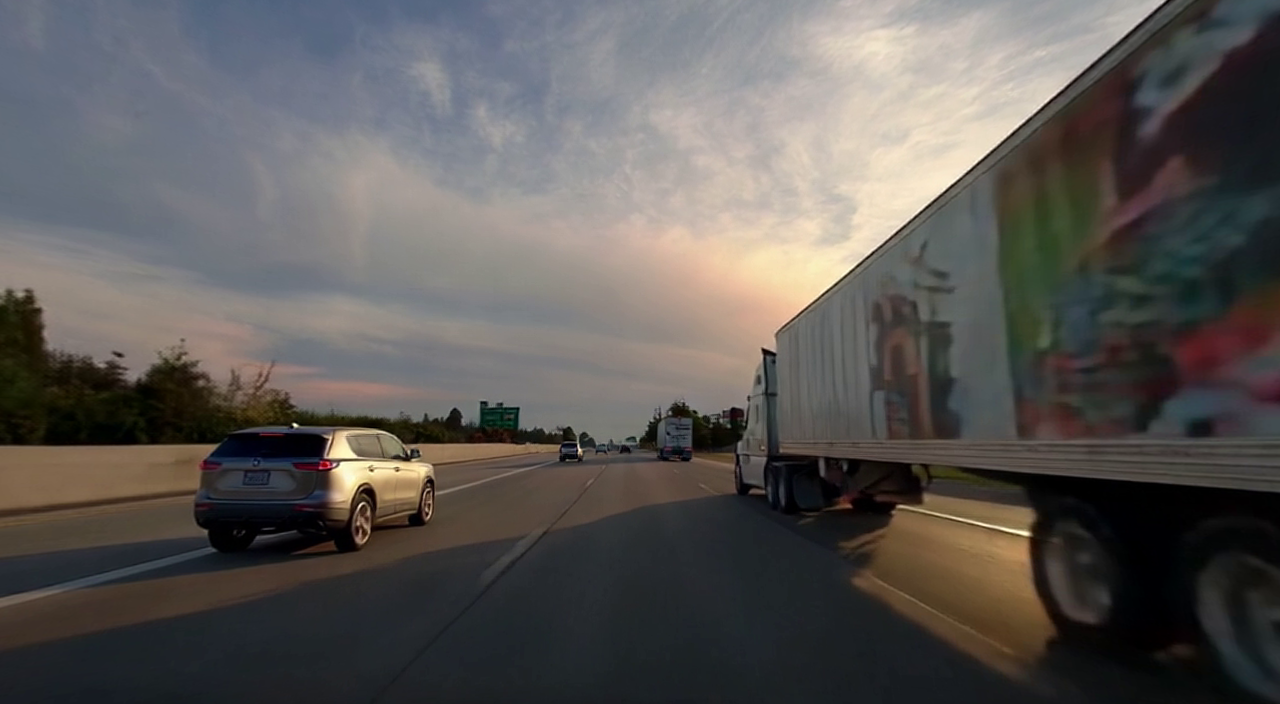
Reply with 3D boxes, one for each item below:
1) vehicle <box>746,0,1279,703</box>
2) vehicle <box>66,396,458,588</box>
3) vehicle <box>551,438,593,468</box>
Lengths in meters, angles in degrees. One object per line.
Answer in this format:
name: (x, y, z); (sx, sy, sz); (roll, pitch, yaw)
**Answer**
vehicle: (4.175, 0.465, 7.966); (2.933, 4.016, 13.949); (0, -9, -1)
vehicle: (-4.166, 1.643, 8.176); (2.202, 1.760, 4.617); (0, -9, 0)
vehicle: (-4.047, 6.113, 38.127); (2.139, 1.716, 4.530); (0, -9, -1)
